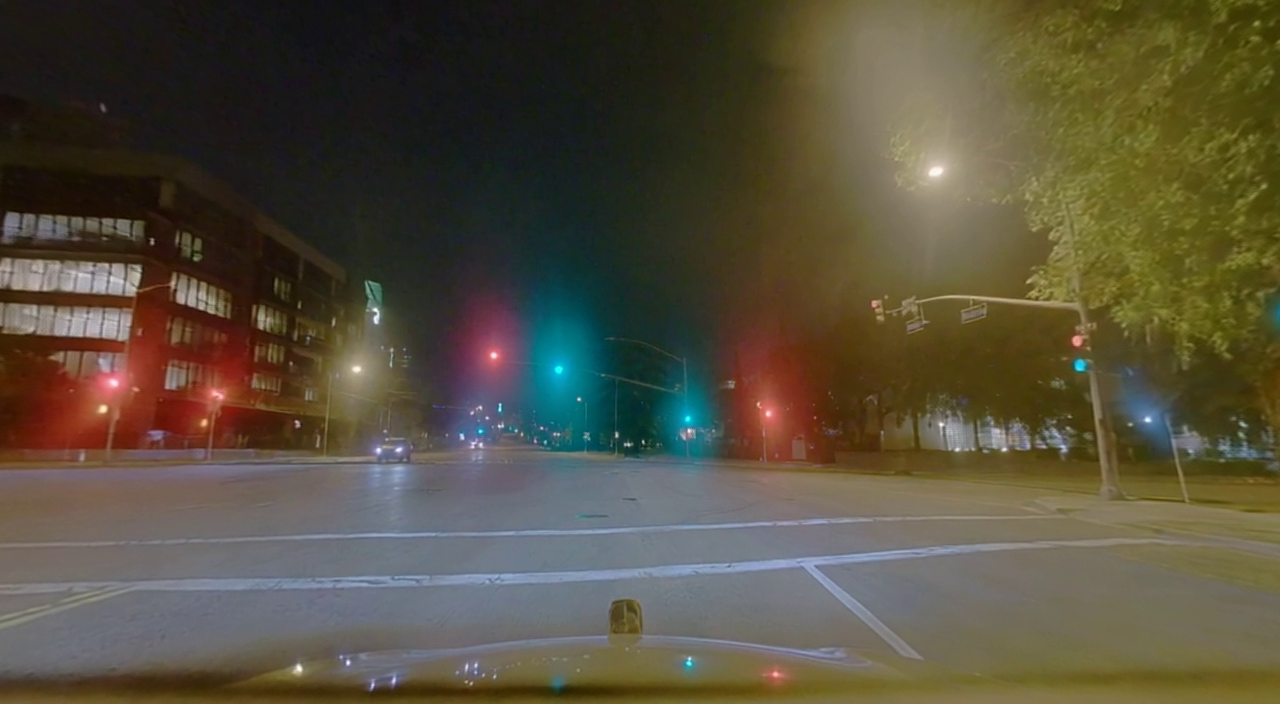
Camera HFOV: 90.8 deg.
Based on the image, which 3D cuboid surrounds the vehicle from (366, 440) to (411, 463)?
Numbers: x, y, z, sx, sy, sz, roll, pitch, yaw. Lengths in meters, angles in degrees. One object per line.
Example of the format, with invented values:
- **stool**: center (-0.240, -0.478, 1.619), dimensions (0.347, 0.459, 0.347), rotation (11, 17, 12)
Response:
- **vehicle**: center (-17.133, 6.808, 43.201), dimensions (1.969, 1.464, 4.485), rotation (1, -9, -10)
